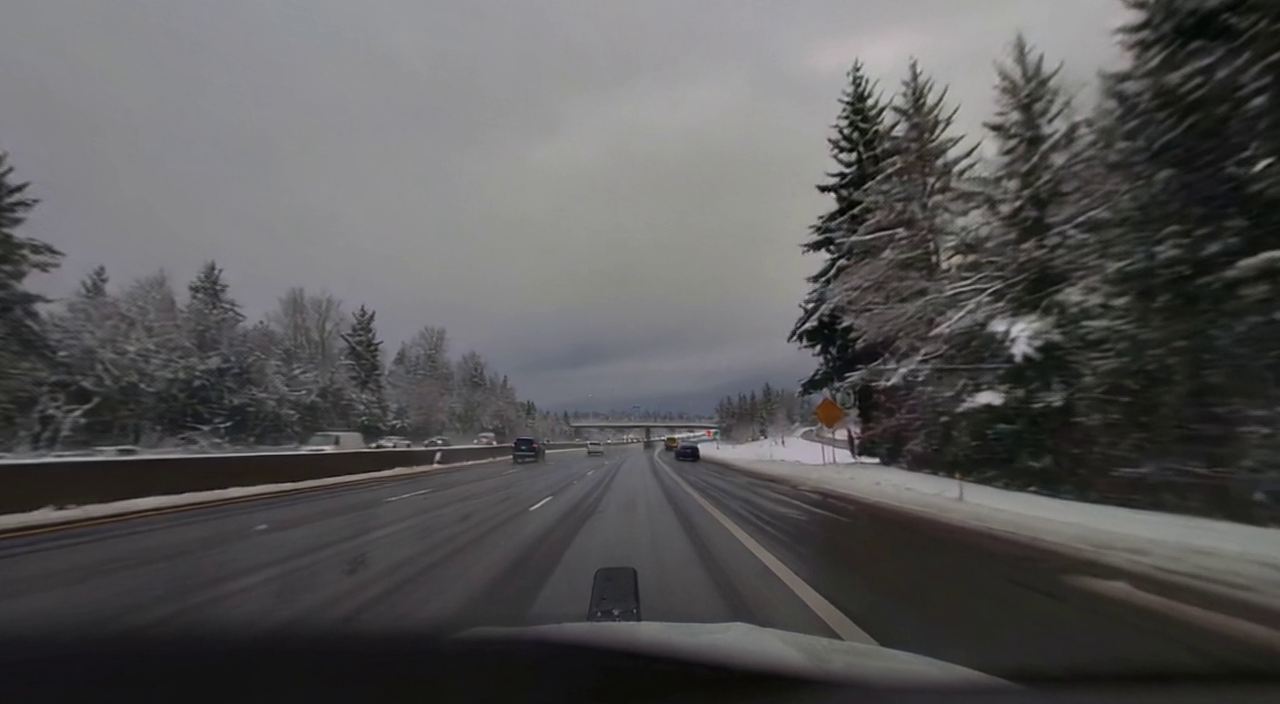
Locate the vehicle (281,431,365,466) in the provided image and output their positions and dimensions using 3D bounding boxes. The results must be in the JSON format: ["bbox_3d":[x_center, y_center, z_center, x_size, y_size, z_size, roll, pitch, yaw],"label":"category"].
[{"bbox_3d":[-20.256,6.209,40.731,2.320,2.019,5.892,0,-8,1],"label":"vehicle"}]

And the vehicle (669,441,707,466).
[{"bbox_3d":[2.930,6.290,39.367,1.967,1.475,4.080,0,-8,-1],"label":"vehicle"}]

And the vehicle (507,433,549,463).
[{"bbox_3d":[-7.396,6.396,42.026,2.009,1.850,4.338,0,-8,0],"label":"vehicle"}]

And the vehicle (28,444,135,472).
[{"bbox_3d":[-31.056,5.900,35.325,1.826,1.441,4.521,0,-8,0],"label":"vehicle"}]
